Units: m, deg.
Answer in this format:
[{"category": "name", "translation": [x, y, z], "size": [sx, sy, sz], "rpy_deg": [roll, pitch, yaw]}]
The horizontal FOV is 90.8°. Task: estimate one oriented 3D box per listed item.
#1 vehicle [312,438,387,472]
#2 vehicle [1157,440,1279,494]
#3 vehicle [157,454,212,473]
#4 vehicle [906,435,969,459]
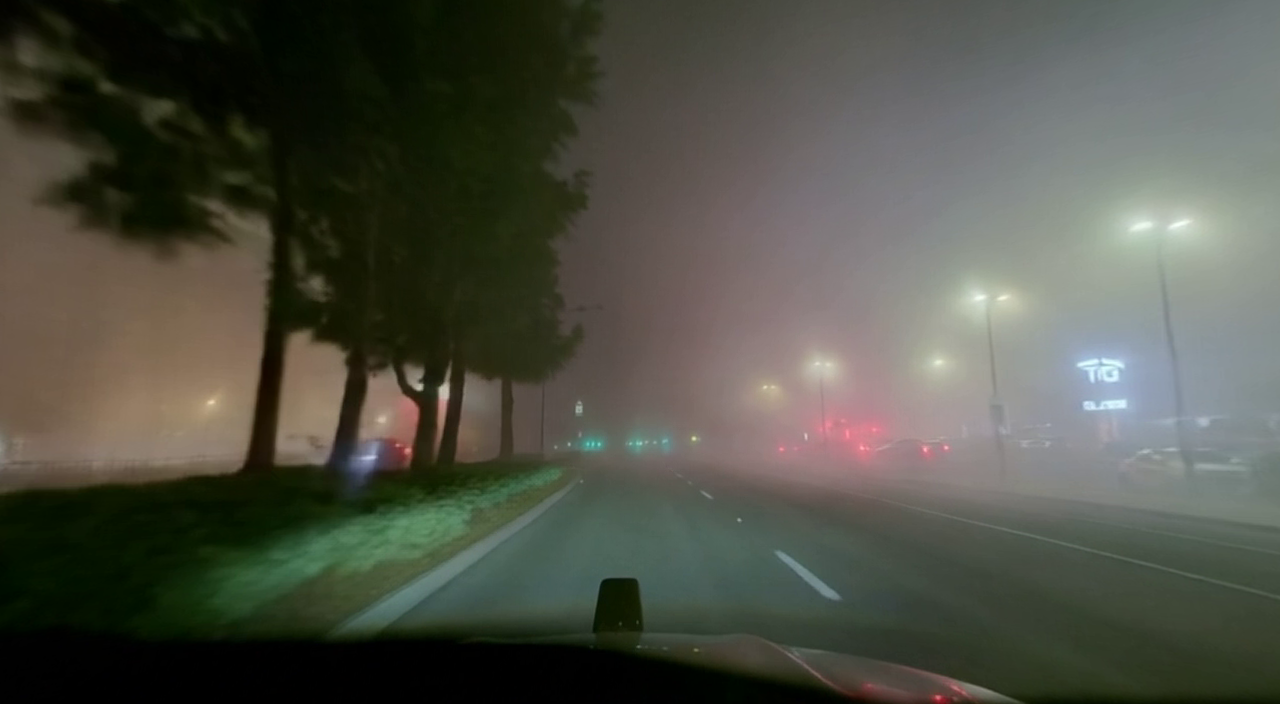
[{"category": "vehicle", "translation": [-16.069, 5.719, 35.301], "size": [1.875, 1.766, 4.824], "rpy_deg": [0, -8, 0]}, {"category": "vehicle", "translation": [17.758, 3.414, 18.970], "size": [3.949, 1.451, 1.861], "rpy_deg": [4, -10, -26]}, {"category": "vehicle", "translation": [-34.681, 8.465, 48.130], "size": [3.574, 1.381, 1.824], "rpy_deg": [-4, -9, 26]}, {"category": "vehicle", "translation": [21.039, 6.756, 44.862], "size": [1.941, 1.511, 4.690], "rpy_deg": [-2, -9, -3]}]
